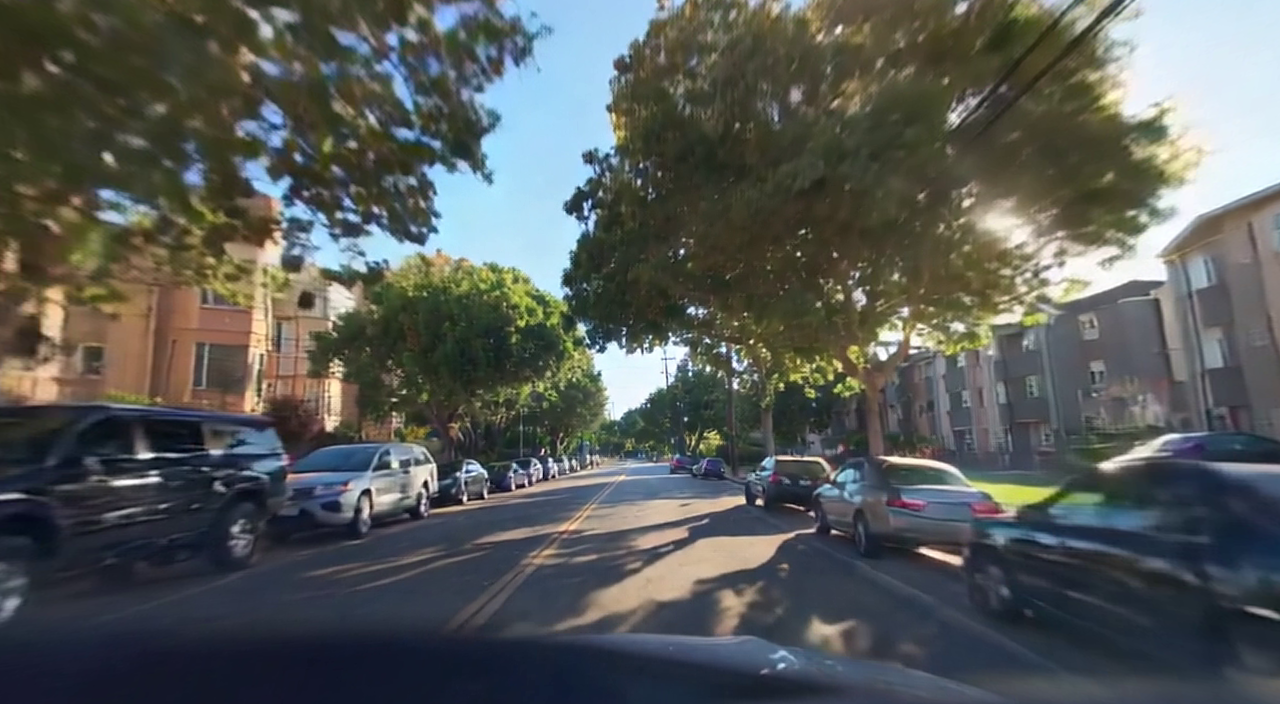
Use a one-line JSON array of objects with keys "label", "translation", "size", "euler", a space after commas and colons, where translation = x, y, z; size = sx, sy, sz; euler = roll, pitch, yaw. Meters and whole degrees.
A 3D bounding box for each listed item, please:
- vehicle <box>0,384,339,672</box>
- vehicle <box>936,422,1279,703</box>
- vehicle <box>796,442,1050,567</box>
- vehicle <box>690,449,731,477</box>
[{"label": "vehicle", "translation": [-6.138, 1.709, 7.158], "size": [2.376, 2.219, 6.021], "euler": [-2, -8, 1]}, {"label": "vehicle", "translation": [3.772, 1.227, 3.780], "size": [1.881, 1.500, 4.299], "euler": [0, -9, 0]}, {"label": "vehicle", "translation": [3.921, 2.167, 9.727], "size": [1.846, 1.464, 4.420], "euler": [0, -9, 0]}, {"label": "vehicle", "translation": [4.041, 6.406, 36.496], "size": [1.883, 1.527, 3.828], "euler": [0, -9, -1]}]
